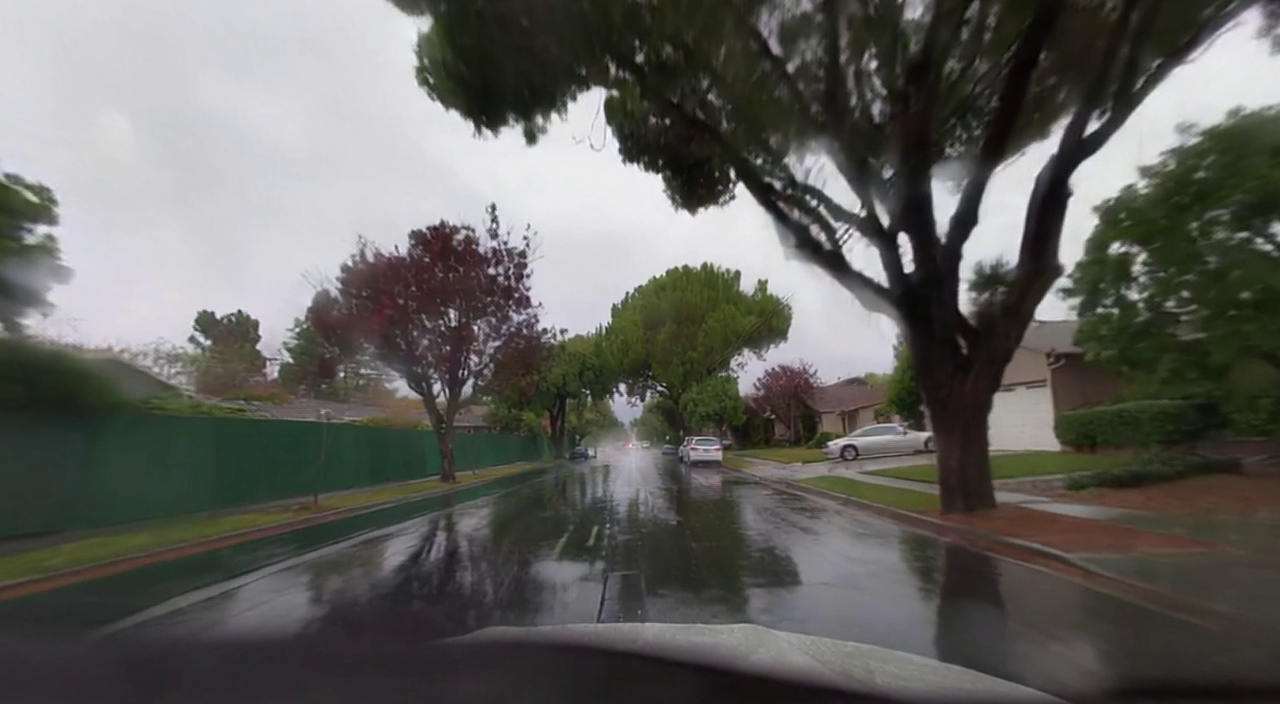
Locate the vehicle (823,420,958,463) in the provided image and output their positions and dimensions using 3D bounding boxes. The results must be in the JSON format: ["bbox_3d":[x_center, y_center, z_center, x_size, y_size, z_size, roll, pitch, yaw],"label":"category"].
[{"bbox_3d":[10.996,3.967,28.052,5.046,1.800,2.201,-1,-8,0],"label":"vehicle"}]

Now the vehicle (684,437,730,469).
[{"bbox_3d":[3.734,5.772,36.166,2.122,1.673,4.876,0,-8,0],"label":"vehicle"}]
